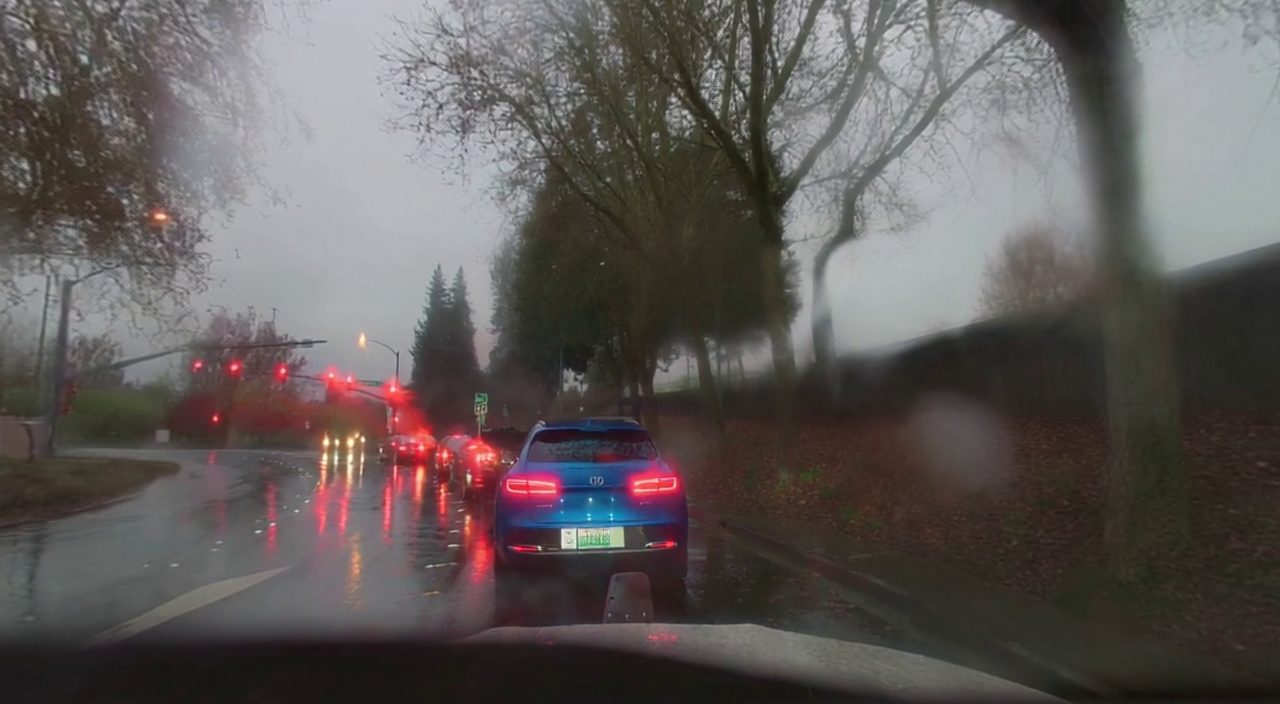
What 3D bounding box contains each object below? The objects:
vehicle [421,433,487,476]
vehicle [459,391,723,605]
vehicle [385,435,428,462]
[{"bbox_3d":[-7.309,3.949,24.495,1.902,1.536,3.662,4,-9,-24],"label":"vehicle"},{"bbox_3d":[-0.686,1.459,7.212,2.134,1.671,4.147,1,-8,-9],"label":"vehicle"},{"bbox_3d":[-13.759,5.645,36.897,1.863,1.488,4.426,4,-9,-26],"label":"vehicle"}]
